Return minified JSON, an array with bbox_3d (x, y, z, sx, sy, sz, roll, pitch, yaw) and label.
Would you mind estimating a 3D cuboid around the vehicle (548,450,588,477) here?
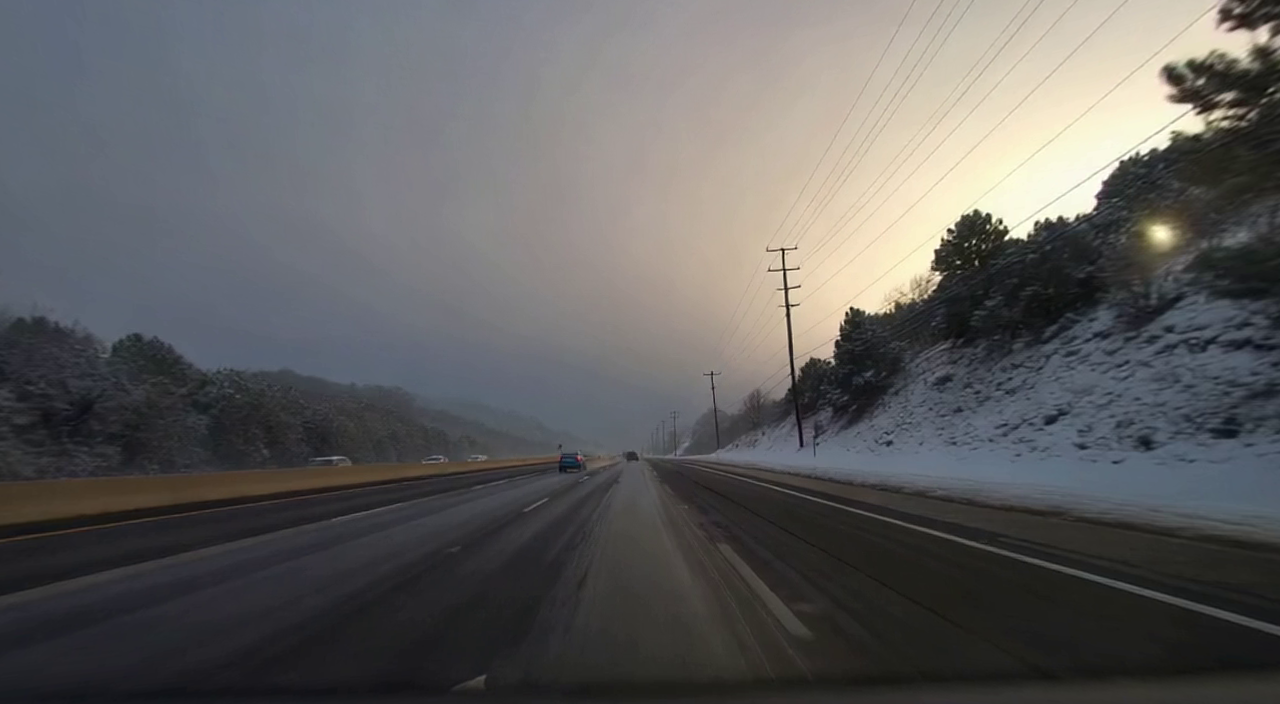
[{"bbox_3d":[-4.294,6.679,38.122,1.924,1.511,4.079,0,-9,0],"label":"vehicle"}]
